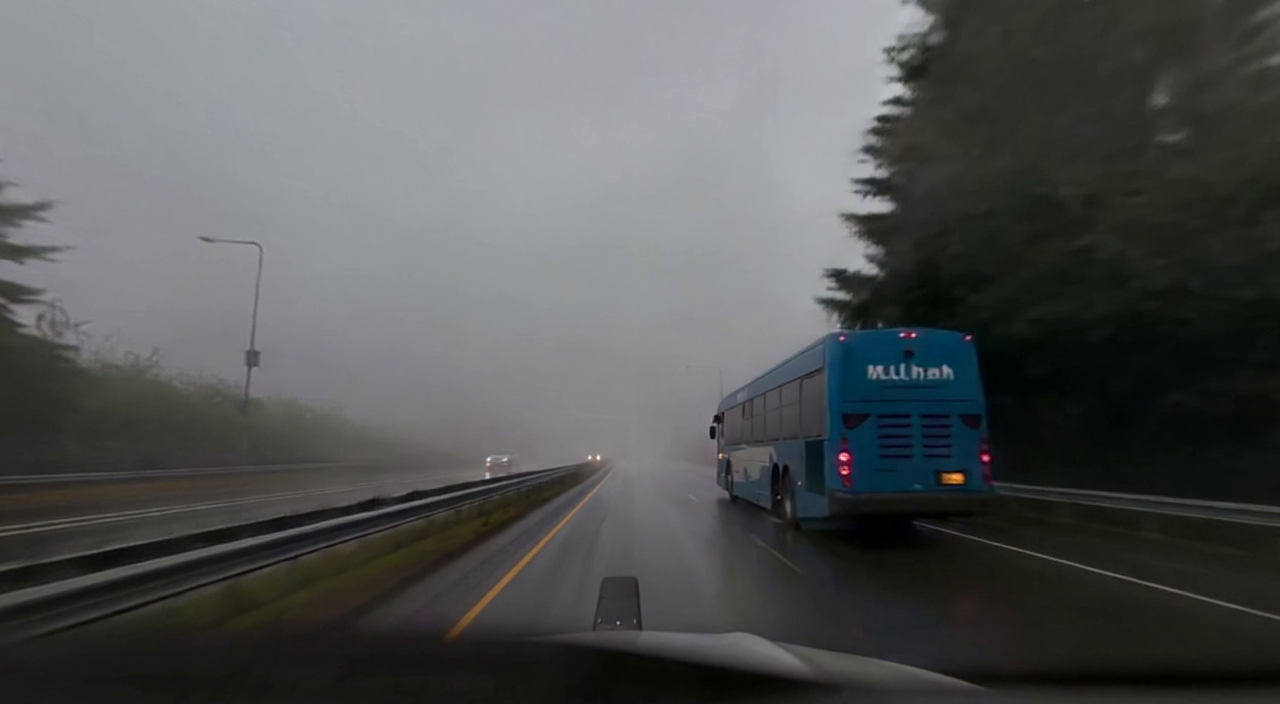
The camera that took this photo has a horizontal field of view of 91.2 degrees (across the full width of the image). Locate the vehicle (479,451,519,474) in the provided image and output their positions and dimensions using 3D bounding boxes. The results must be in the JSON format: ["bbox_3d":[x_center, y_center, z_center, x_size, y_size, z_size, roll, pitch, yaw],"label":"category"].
[{"bbox_3d":[-10.035,7.888,44.896,1.872,1.461,4.227,0,-9,-1],"label":"vehicle"}]

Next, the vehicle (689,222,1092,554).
[{"bbox_3d":[3.548,1.425,14.736,3.277,4.084,14.213,0,-9,-1],"label":"vehicle"}]
